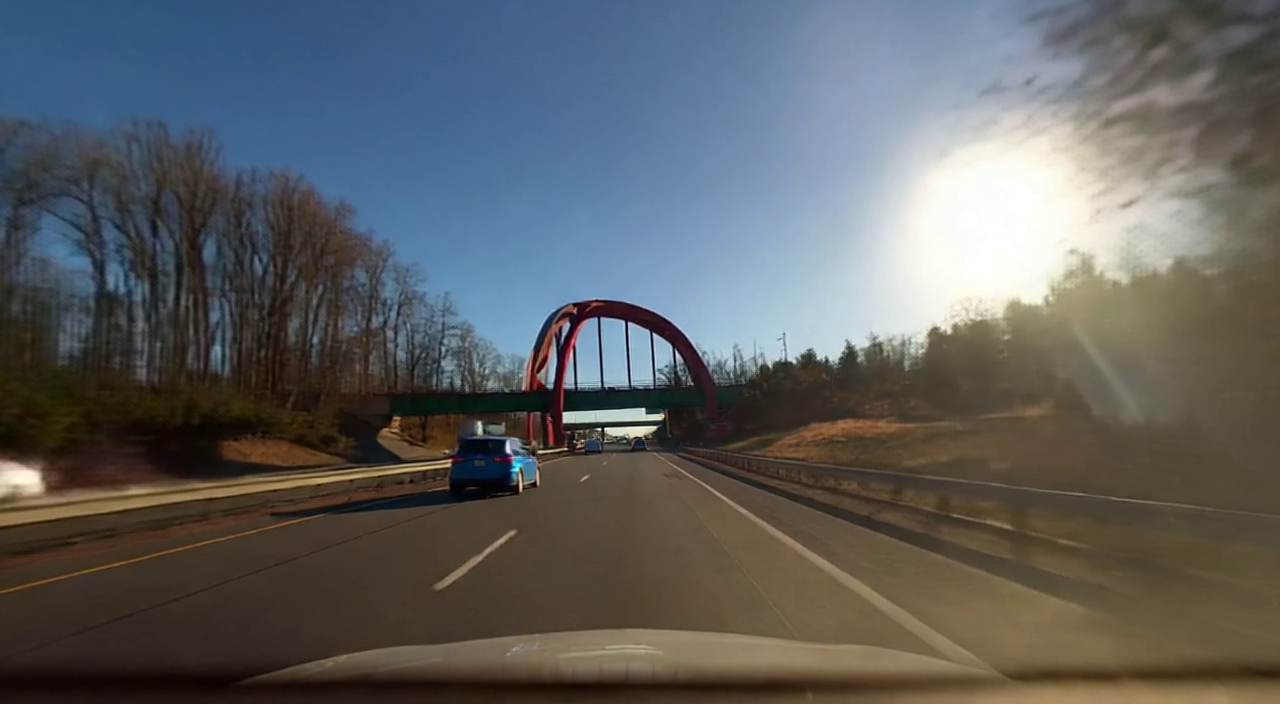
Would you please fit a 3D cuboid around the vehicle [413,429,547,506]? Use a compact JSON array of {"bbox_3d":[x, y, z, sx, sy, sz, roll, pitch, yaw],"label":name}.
[{"bbox_3d":[-3.600,2.678,15.045,2.052,1.556,4.405,0,-8,0],"label":"vehicle"}]
